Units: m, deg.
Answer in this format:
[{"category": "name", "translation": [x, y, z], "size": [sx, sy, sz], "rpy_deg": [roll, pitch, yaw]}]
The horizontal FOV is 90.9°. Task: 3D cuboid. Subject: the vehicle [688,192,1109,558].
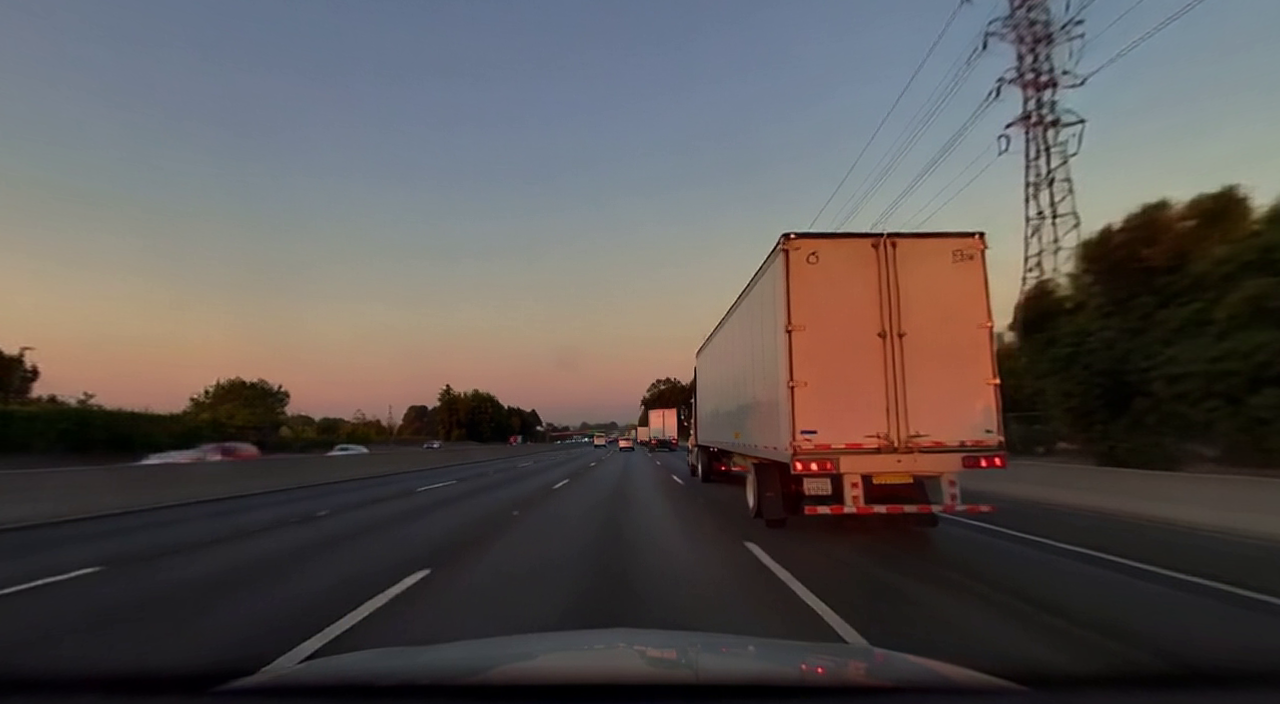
[{"category": "vehicle", "translation": [3.341, 1.143, 14.048], "size": [2.905, 4.080, 14.157], "rpy_deg": [0, -8, -2]}]
